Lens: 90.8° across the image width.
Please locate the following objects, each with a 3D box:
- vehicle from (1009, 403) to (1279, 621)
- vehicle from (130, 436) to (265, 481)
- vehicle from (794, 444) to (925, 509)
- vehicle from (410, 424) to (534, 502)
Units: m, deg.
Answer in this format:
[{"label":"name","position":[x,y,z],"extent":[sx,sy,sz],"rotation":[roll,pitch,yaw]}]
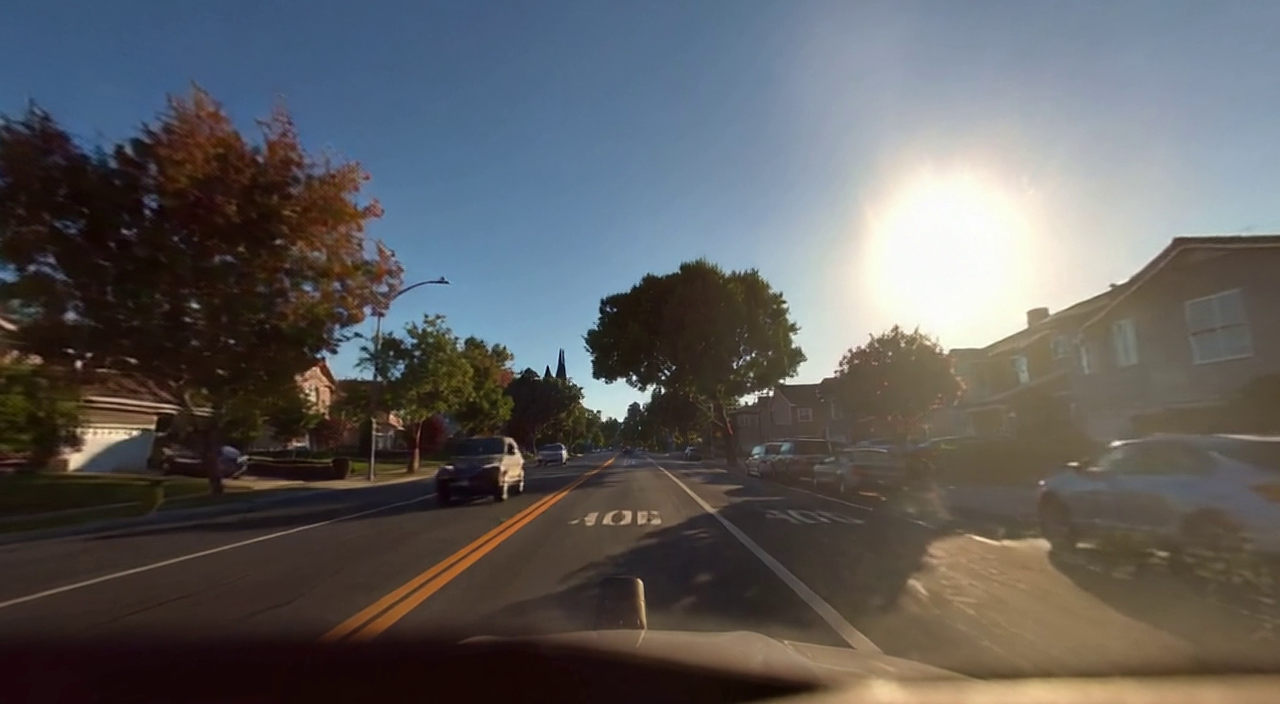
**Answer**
[{"label":"vehicle","position":[6.610,1.630,7.145],"extent":[2.099,1.878,4.476],"rotation":[0,-8,0]},{"label":"vehicle","position":[-21.037,5.071,30.262],"extent":[4.461,2.065,2.574],"rotation":[0,-8,-2]},{"label":"vehicle","position":[6.287,3.579,18.795],"extent":[2.226,1.682,4.461],"rotation":[0,-8,-1]},{"label":"vehicle","position":[-4.430,3.025,17.691],"extent":[2.050,1.841,5.290],"rotation":[0,-8,0]}]
